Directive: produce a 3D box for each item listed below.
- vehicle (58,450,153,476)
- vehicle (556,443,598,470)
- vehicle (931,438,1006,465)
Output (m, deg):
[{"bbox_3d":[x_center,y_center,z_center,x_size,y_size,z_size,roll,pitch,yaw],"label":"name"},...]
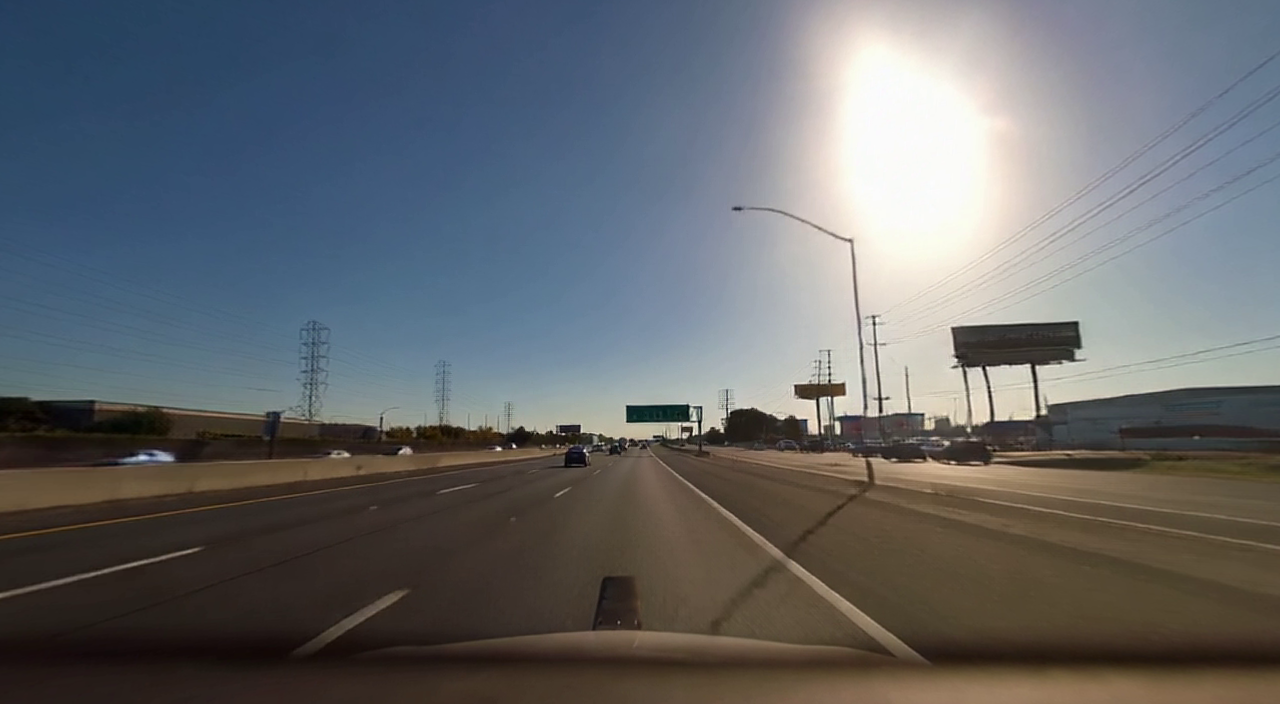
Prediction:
[{"bbox_3d":[-32.520,6.720,38.654,1.779,1.458,4.558,0,-9,1],"label":"vehicle"},{"bbox_3d":[-3.638,6.123,37.305,1.940,1.479,4.545,0,-9,1],"label":"vehicle"},{"bbox_3d":[19.181,5.825,37.125,1.806,1.466,4.711,0,-9,-1],"label":"vehicle"}]
